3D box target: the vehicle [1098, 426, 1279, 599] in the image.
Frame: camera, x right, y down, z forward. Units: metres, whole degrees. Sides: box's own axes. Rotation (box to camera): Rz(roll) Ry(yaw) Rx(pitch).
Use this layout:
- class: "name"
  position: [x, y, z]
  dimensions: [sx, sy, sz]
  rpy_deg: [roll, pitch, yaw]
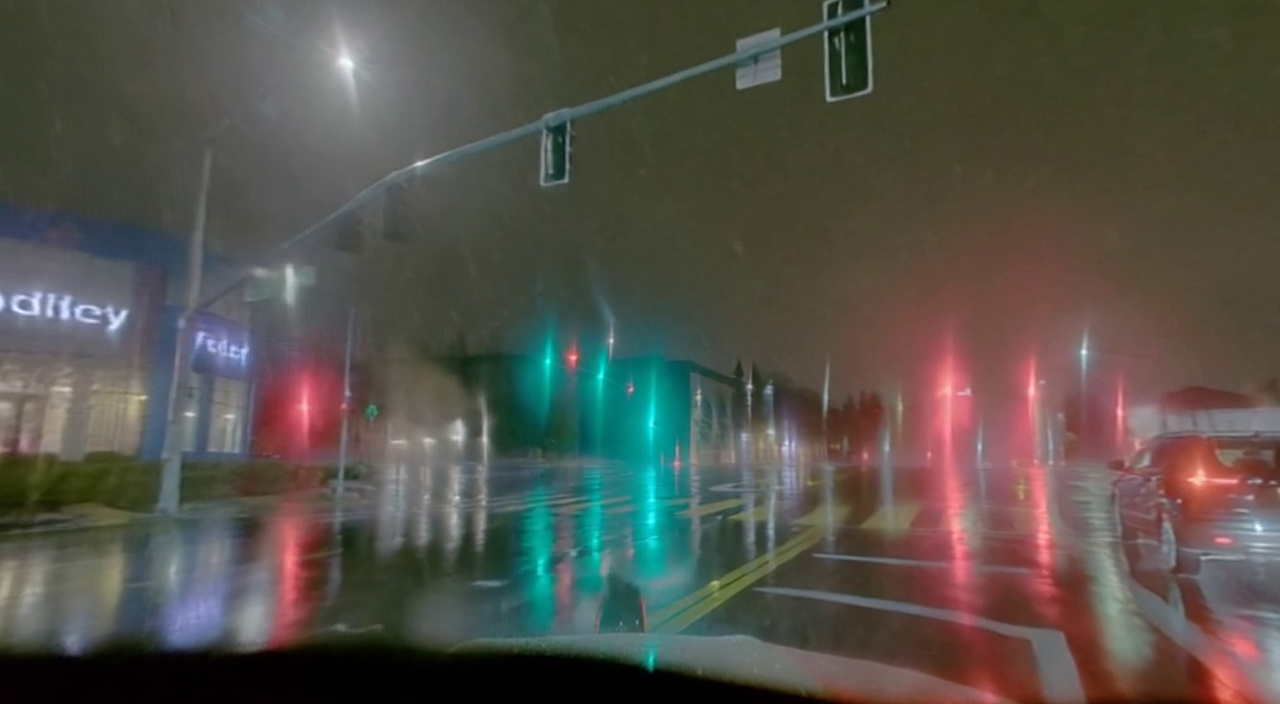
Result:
- class: "vehicle"
  position: [7.350, 1.779, 7.707]
  dimensions: [2.067, 1.625, 4.073]
  rpy_deg: [-4, -9, 26]
